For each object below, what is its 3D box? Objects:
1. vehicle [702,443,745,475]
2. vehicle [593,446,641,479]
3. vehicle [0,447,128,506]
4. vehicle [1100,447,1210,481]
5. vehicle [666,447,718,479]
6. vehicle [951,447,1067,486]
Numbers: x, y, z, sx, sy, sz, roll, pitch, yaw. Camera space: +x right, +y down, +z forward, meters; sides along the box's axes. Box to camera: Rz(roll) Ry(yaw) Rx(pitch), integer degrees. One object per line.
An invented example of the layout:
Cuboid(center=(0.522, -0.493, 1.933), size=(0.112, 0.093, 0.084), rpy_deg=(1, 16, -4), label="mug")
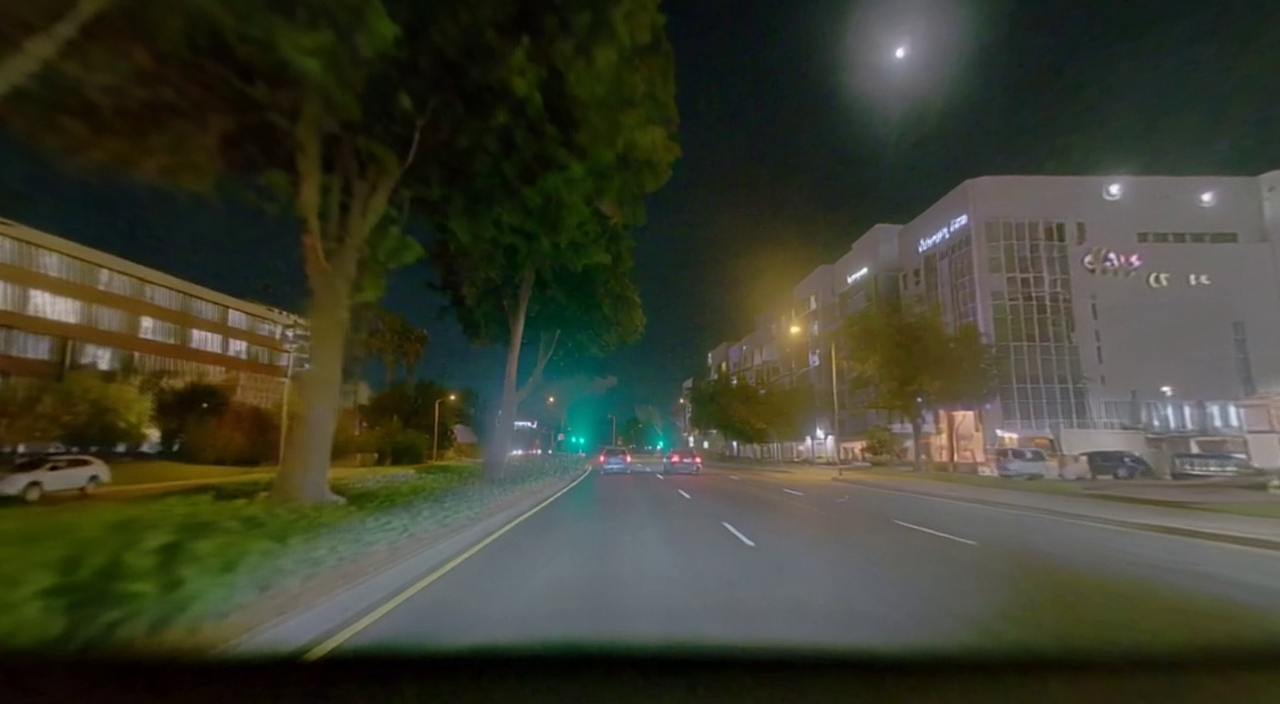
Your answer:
Cuboid(center=(5.549, 7.169, 42.627), size=(2.052, 1.990, 4.736), rpy_deg=(0, -9, -3), label="vehicle")
Cuboid(center=(-1.126, 5.153, 29.759), size=(2.101, 1.444, 4.248), rpy_deg=(0, -9, -3), label="vehicle")
Cuboid(center=(-19.644, 3.989, 20.714), size=(2.019, 1.687, 4.484), rpy_deg=(0, -9, -2), label="vehicle")
Cuboid(center=(31.981, 6.899, 39.404), size=(1.956, 1.955, 4.773), rpy_deg=(4, -10, -28), label="vehicle")
Cuboid(center=(2.562, 5.638, 32.397), size=(1.993, 1.477, 4.240), rpy_deg=(0, -9, -4), label="vehicle")
Cuboid(center=(20.022, 6.177, 34.558), size=(2.150, 1.966, 5.027), rpy_deg=(4, -9, -23), label="vehicle")
